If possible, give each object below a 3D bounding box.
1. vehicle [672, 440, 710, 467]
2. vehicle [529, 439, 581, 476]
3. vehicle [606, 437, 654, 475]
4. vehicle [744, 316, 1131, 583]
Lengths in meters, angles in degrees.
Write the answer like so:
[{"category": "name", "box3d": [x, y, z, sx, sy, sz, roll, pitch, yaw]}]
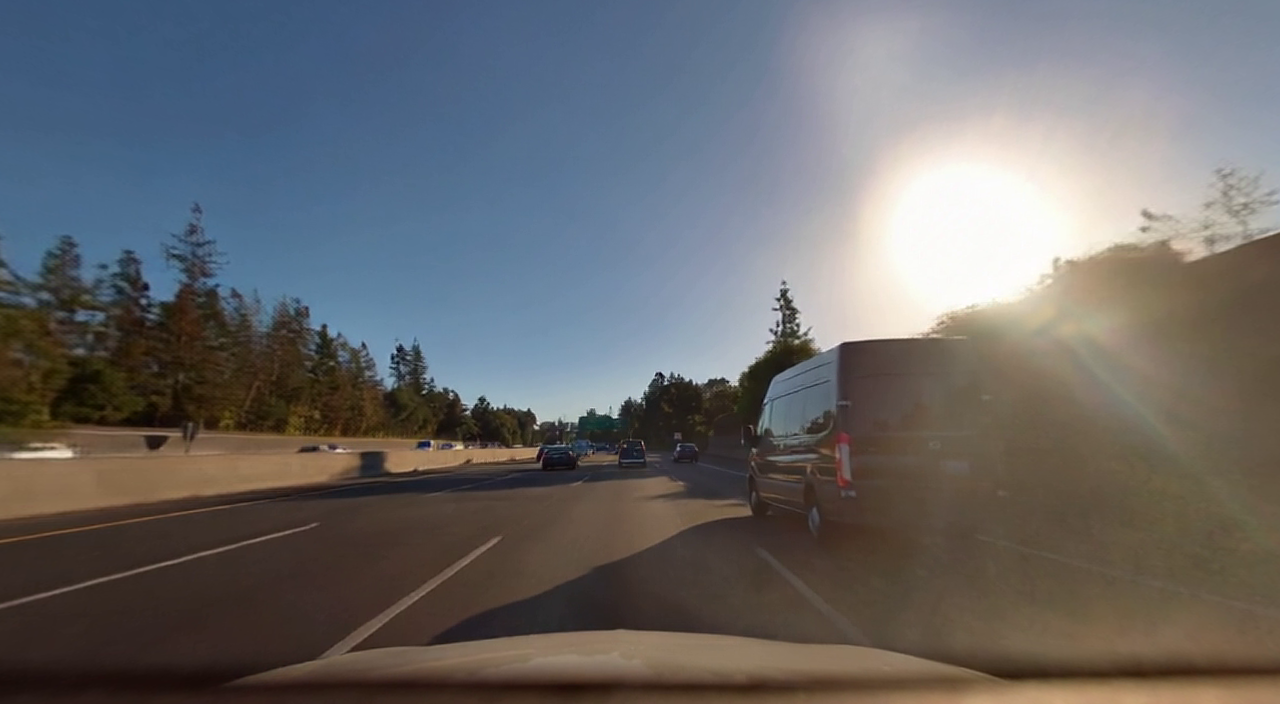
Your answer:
[{"category": "vehicle", "box3d": [3.454, 6.983, 43.621, 2.160, 1.759, 4.214, 0, -8, -2]}, {"category": "vehicle", "box3d": [-4.227, 5.309, 32.022, 2.023, 1.709, 4.263, 0, -8, 0]}, {"category": "vehicle", "box3d": [-0.489, 5.343, 32.717, 2.297, 1.783, 4.355, 0, -8, 0]}, {"category": "vehicle", "box3d": [3.553, 1.440, 9.737, 2.631, 2.709, 6.496, 0, -8, -1]}]
